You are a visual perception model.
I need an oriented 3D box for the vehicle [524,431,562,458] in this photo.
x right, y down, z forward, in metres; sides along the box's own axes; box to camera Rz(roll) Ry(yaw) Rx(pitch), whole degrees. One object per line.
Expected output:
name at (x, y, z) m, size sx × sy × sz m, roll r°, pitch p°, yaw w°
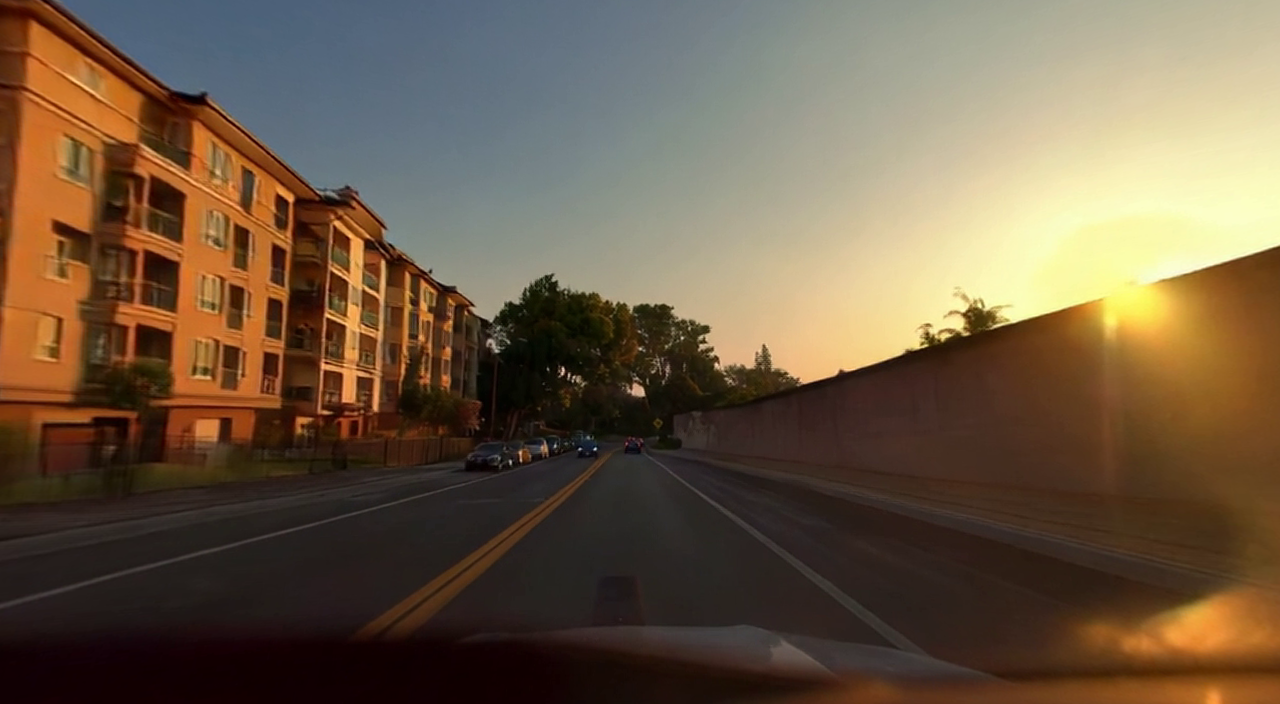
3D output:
vehicle at (-7.481, 7.175, 49.352) m, size 2.098 × 1.851 × 4.817 m, roll 2°, pitch -7°, yaw 1°

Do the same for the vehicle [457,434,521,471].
vehicle at (-7.206, 4.843, 30.599) m, size 1.913 × 1.560 × 4.513 m, roll 2°, pitch -8°, yaw 0°
